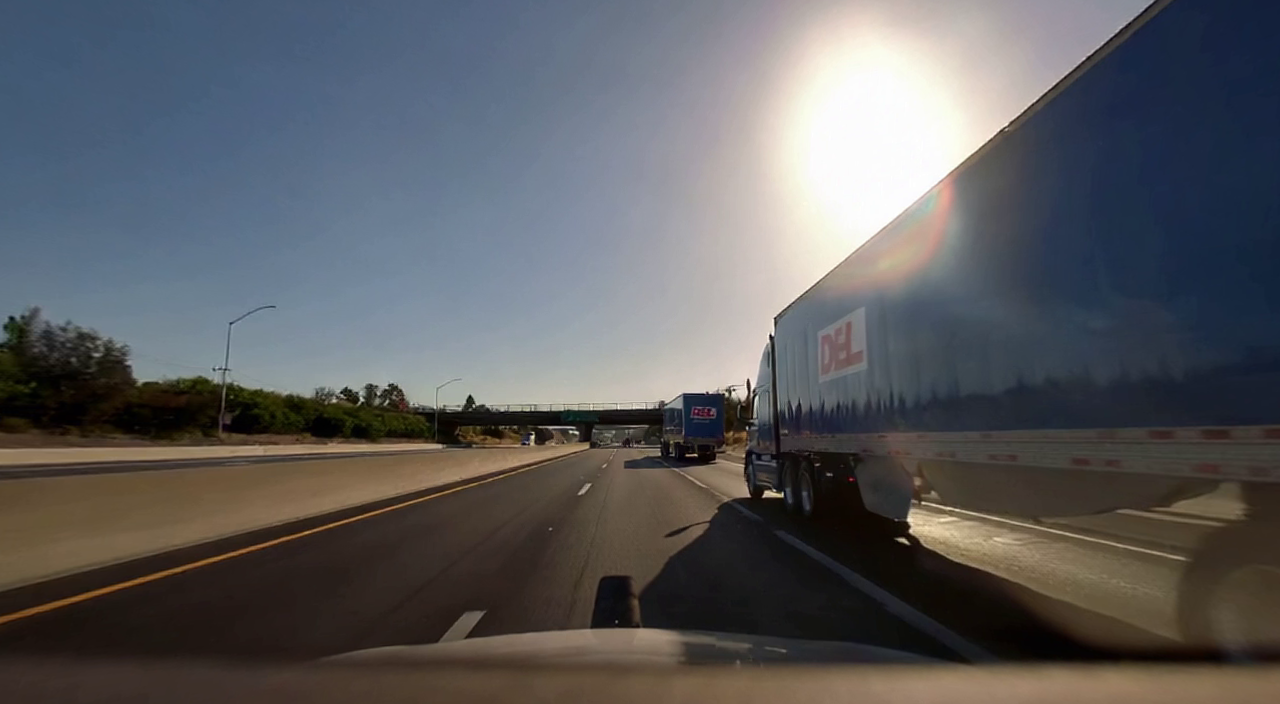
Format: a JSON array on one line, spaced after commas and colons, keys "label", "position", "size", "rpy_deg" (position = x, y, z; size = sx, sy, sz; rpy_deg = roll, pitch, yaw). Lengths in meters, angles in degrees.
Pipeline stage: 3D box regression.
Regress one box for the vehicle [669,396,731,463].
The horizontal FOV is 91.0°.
[{"label": "vehicle", "position": [3.768, 5.197, 41.709], "size": [2.880, 3.918, 8.254], "rpy_deg": [0, -8, -3]}]
